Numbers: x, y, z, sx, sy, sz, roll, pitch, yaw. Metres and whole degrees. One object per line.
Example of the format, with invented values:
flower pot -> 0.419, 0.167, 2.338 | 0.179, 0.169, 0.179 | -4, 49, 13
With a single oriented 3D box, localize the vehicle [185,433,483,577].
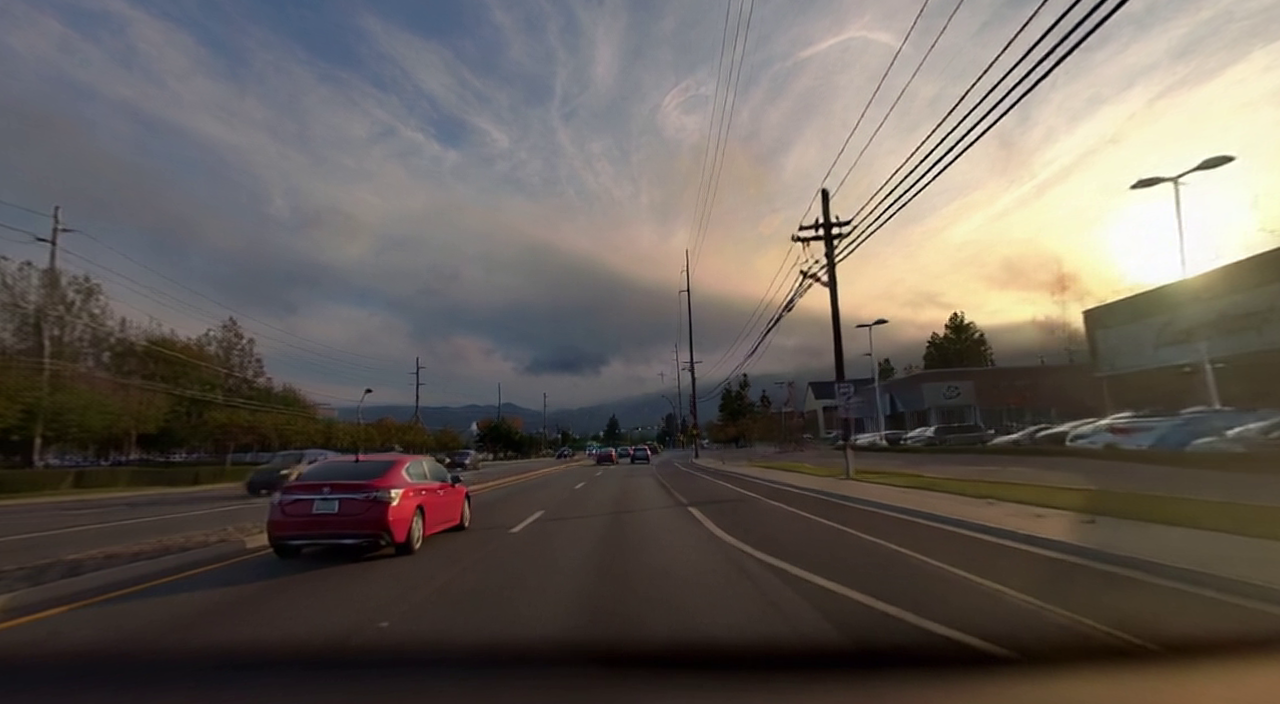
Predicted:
vehicle -> -3.806, 1.966, 9.031 | 1.928, 1.488, 4.635 | 0, -9, 0
